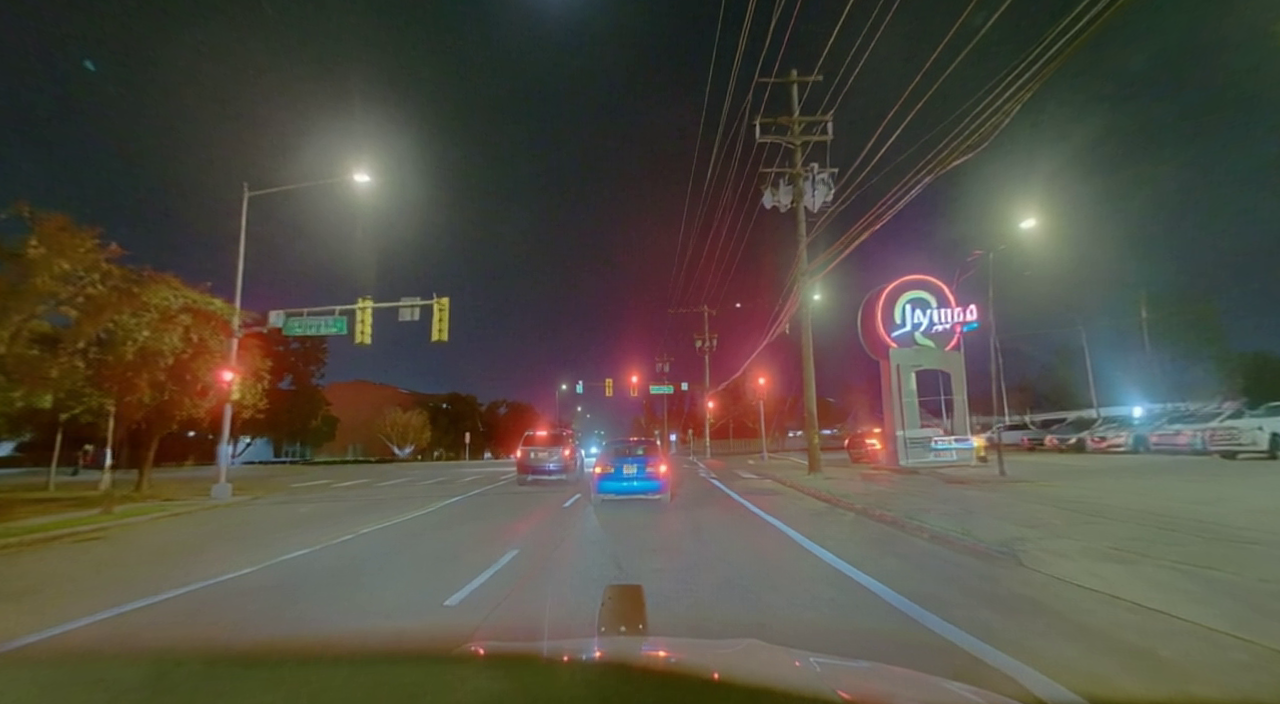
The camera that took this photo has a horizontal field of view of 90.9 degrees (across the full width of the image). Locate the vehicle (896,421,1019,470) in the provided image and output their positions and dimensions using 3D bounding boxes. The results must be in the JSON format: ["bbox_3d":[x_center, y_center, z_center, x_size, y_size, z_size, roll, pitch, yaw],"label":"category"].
[{"bbox_3d":[10.418,3.126,21.109,1.888,1.455,4.268,0,-8,0],"label":"vehicle"}]

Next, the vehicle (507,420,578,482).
[{"bbox_3d":[-3.175,3.314,21.382,2.106,1.852,4.512,1,-8,-6],"label":"vehicle"}]

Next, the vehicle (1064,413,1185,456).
[{"bbox_3d":[18.612,3.184,24.188,4.446,1.511,1.977,4,-10,-29],"label":"vehicle"}]

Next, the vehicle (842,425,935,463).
[{"bbox_3d":[10.547,3.951,27.165,1.842,1.471,4.481,1,-8,-6],"label":"vehicle"}]

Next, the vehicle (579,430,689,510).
[{"bbox_3d":[-0.183,2.527,14.010,2.070,1.481,4.216,0,-8,-2],"label":"vehicle"}]
